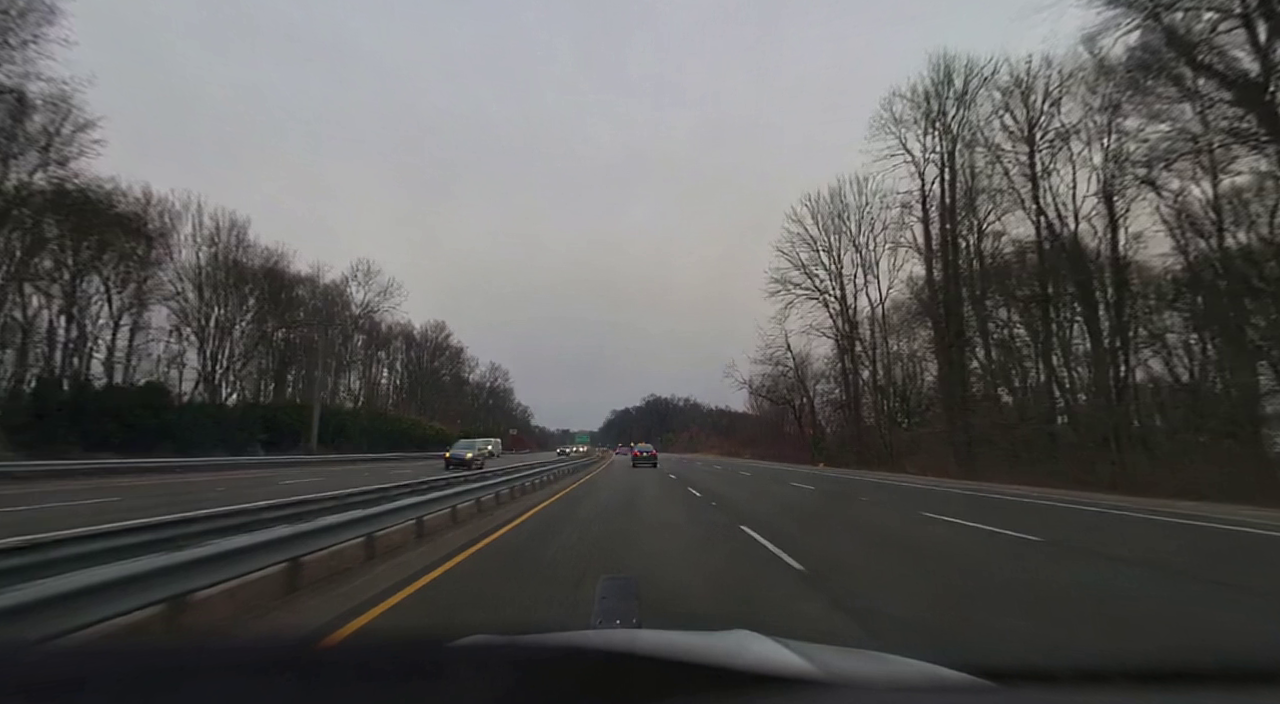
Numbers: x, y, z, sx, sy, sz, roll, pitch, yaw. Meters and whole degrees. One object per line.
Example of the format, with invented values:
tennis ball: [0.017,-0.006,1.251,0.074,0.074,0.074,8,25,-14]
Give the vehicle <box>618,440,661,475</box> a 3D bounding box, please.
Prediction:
vehicle: [-0.074,5.586,33.432,2.151,1.693,4.201,0,-9,-1]

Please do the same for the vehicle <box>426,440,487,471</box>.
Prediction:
vehicle: [-9.495,5.393,32.774,1.950,1.498,4.113,0,-9,0]
